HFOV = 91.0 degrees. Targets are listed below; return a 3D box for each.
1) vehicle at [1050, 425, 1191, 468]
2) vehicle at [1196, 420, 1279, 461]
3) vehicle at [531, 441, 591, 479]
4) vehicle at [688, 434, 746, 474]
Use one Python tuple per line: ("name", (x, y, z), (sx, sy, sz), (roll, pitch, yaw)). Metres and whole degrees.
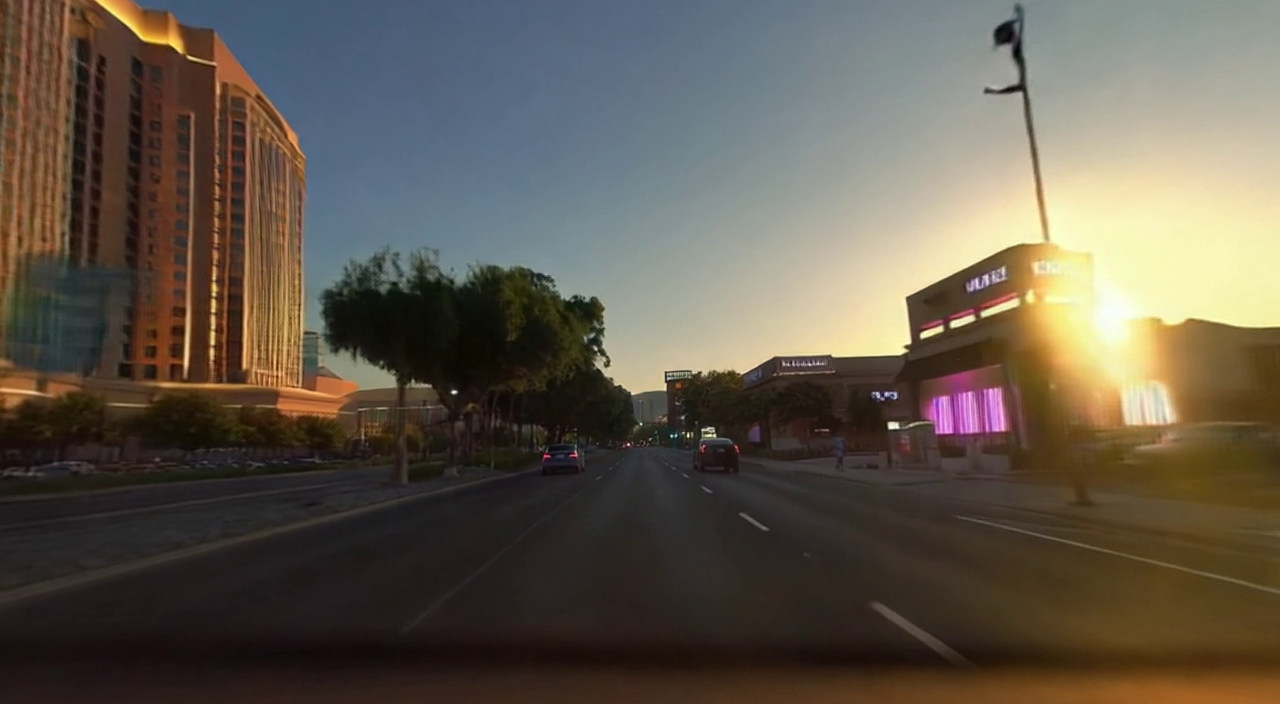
("vehicle", (17.649, 3.504, 23.424), (1.830, 1.444, 4.386), (0, -8, 1))
("vehicle", (23.642, 3.293, 23.458), (1.769, 1.445, 4.333), (0, -8, -2))
("vehicle", (-3.331, 4.635, 27.288), (2.005, 1.477, 4.169), (0, -8, 0))
("vehicle", (3.518, 4.742, 29.456), (2.083, 1.743, 4.354), (0, -8, -1))
